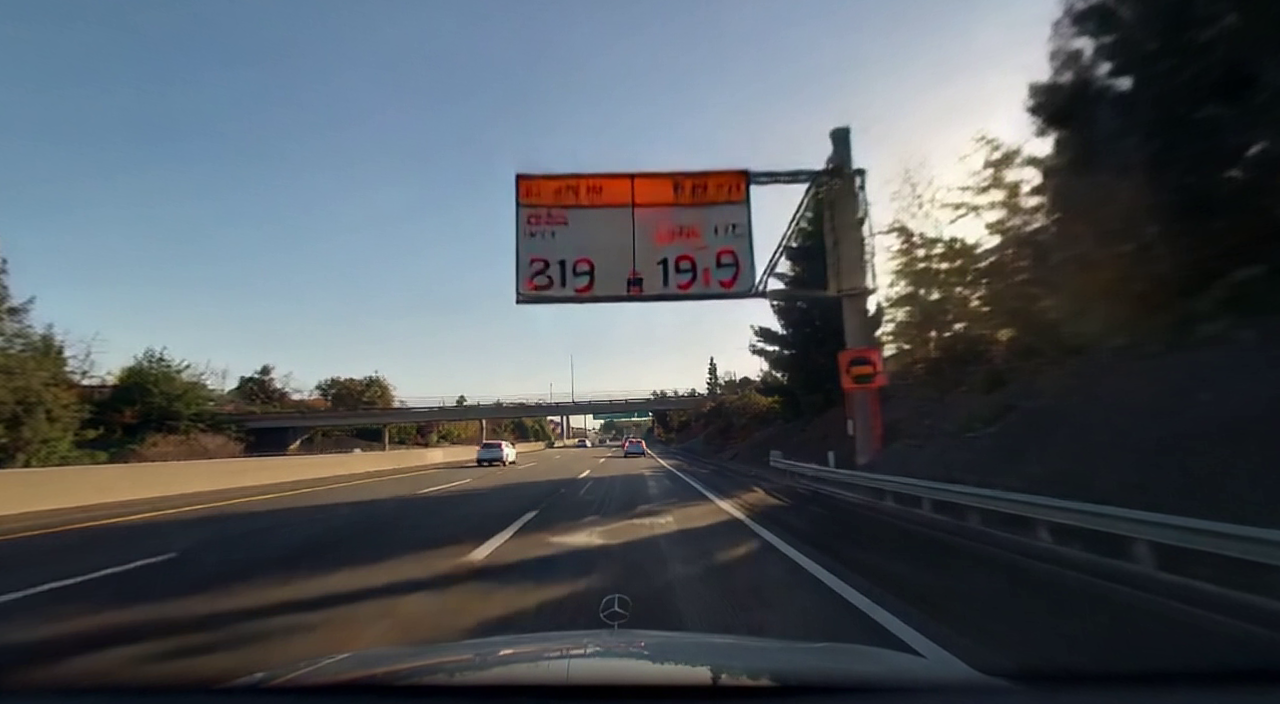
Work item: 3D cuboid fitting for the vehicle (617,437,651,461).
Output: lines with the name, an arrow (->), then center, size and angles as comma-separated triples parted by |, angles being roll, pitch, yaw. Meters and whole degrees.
vehicle -> -0.409, 6.264, 40.625 | 2.072, 1.440, 3.690 | 0, -8, -1

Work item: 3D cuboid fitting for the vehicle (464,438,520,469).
vehicle -> -7.886, 5.411, 33.882 | 1.939, 1.504, 4.727 | 0, -8, -1

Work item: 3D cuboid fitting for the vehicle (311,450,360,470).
vehicle -> -23.164, 8.193, 47.998 | 1.813, 1.419, 3.956 | 0, -8, -1
